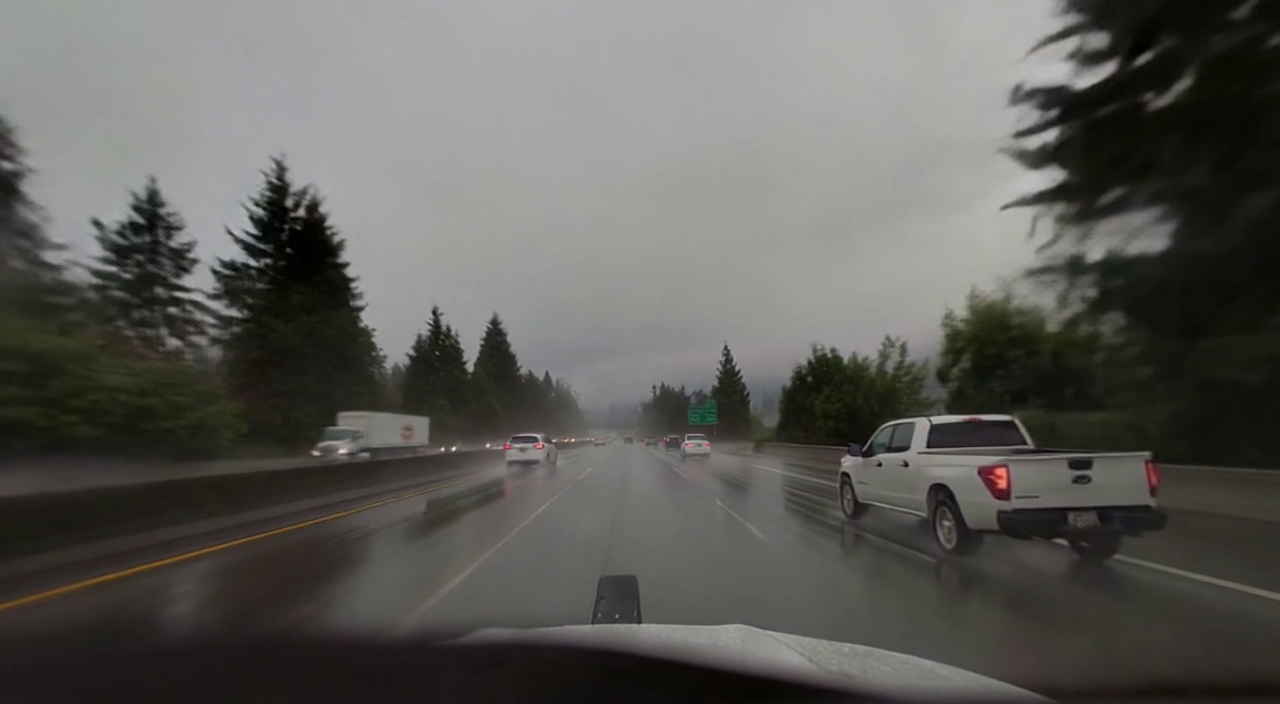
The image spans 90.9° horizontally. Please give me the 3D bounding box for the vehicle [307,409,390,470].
[{"bbox_3d":[-19.989,6.042,43.702,2.967,3.876,5.923,0,-8,-2],"label":"vehicle"}]

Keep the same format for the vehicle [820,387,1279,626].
[{"bbox_3d":[3.672,1.379,6.790,1.949,1.639,4.748,0,-8,-1],"label":"vehicle"}]

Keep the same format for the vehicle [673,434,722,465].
[{"bbox_3d":[2.836,4.894,31.912,1.990,1.480,3.865,0,-8,-2],"label":"vehicle"}]

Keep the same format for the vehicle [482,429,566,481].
[{"bbox_3d":[-3.878,3.532,22.027,2.011,1.614,4.808,0,-8,0],"label":"vehicle"}]
